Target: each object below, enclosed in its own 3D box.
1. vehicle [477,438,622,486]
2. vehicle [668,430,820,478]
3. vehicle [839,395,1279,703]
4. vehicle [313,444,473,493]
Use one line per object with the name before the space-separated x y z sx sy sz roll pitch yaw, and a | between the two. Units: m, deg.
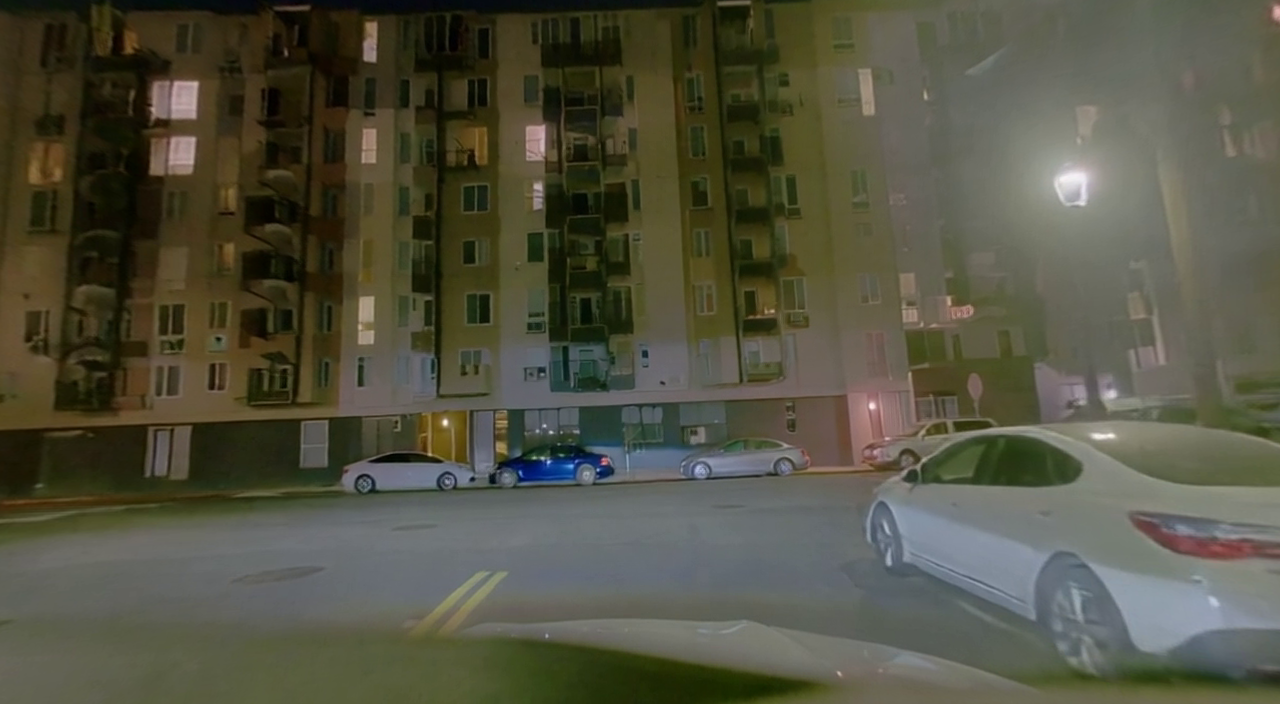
vehicle | -2.859 3.578 20.698 4.489 1.470 1.776 1 -8 -4
vehicle | 3.353 3.377 20.979 4.681 1.480 1.817 1 -8 -4
vehicle | 3.212 1.270 5.053 1.991 1.489 4.693 0 -8 4
vehicle | -7.792 3.706 20.312 4.423 1.449 1.813 1 -9 -5
